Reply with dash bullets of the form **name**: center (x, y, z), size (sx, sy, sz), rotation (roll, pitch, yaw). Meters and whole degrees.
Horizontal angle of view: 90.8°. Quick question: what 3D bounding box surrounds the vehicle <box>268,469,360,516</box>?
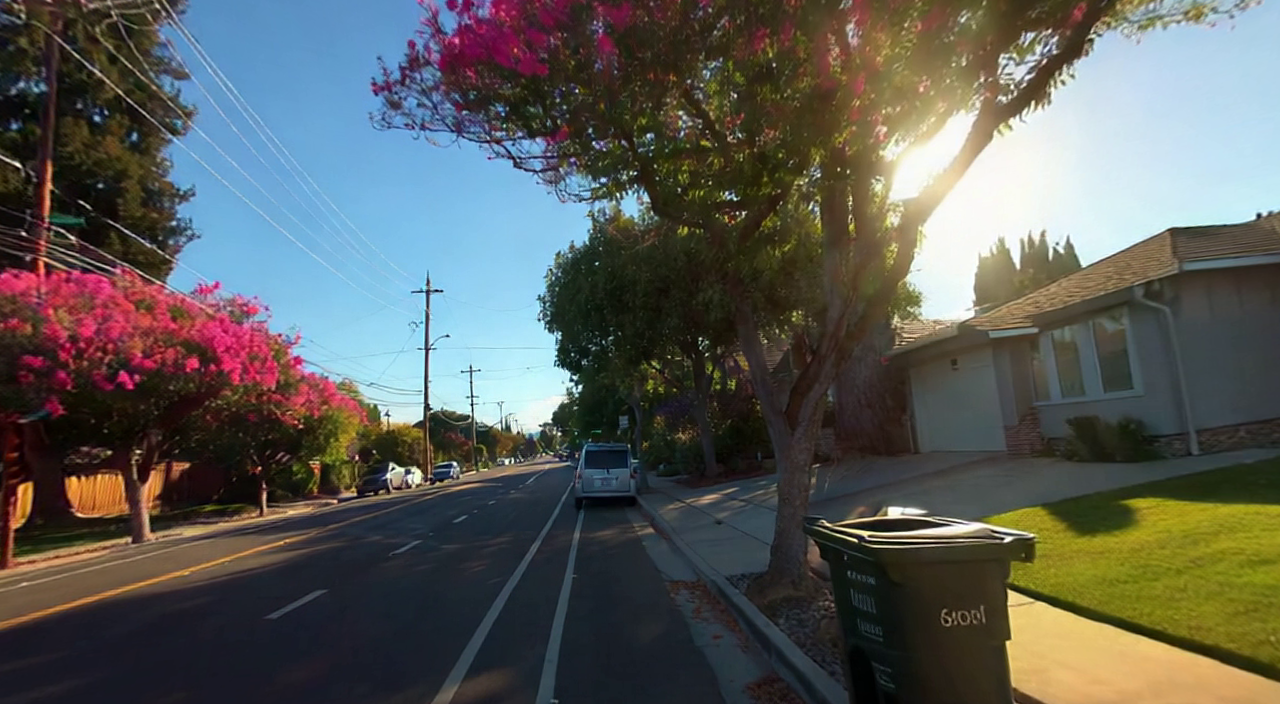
- **vehicle**: center (-13.767, 5.917, 26.975), size (1.982, 1.660, 4.142), rotation (1, -8, -5)

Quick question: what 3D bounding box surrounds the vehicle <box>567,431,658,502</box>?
- **vehicle**: center (-0.826, 3.074, 17.384), size (2.190, 1.708, 4.115), rotation (0, -8, -4)
